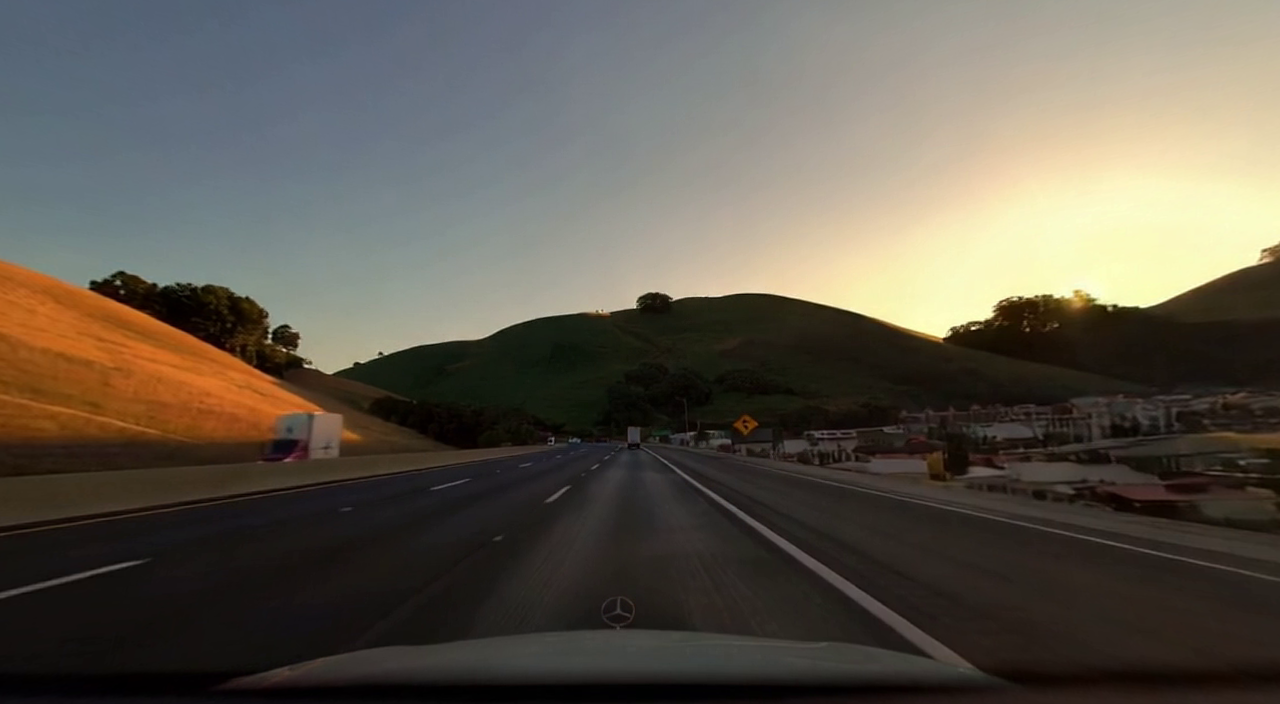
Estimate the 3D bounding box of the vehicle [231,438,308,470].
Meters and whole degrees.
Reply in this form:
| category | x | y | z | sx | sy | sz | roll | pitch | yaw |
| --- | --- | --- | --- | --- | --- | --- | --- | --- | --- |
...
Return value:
| category | x | y | z | sx | sy | sz | roll | pitch | yaw |
| --- | --- | --- | --- | --- | --- | --- | --- | --- | --- |
| vehicle | -23.556 | 6.490 | 40.248 | 2.028 | 1.893 | 4.760 | 0 | -8 | -1 |
